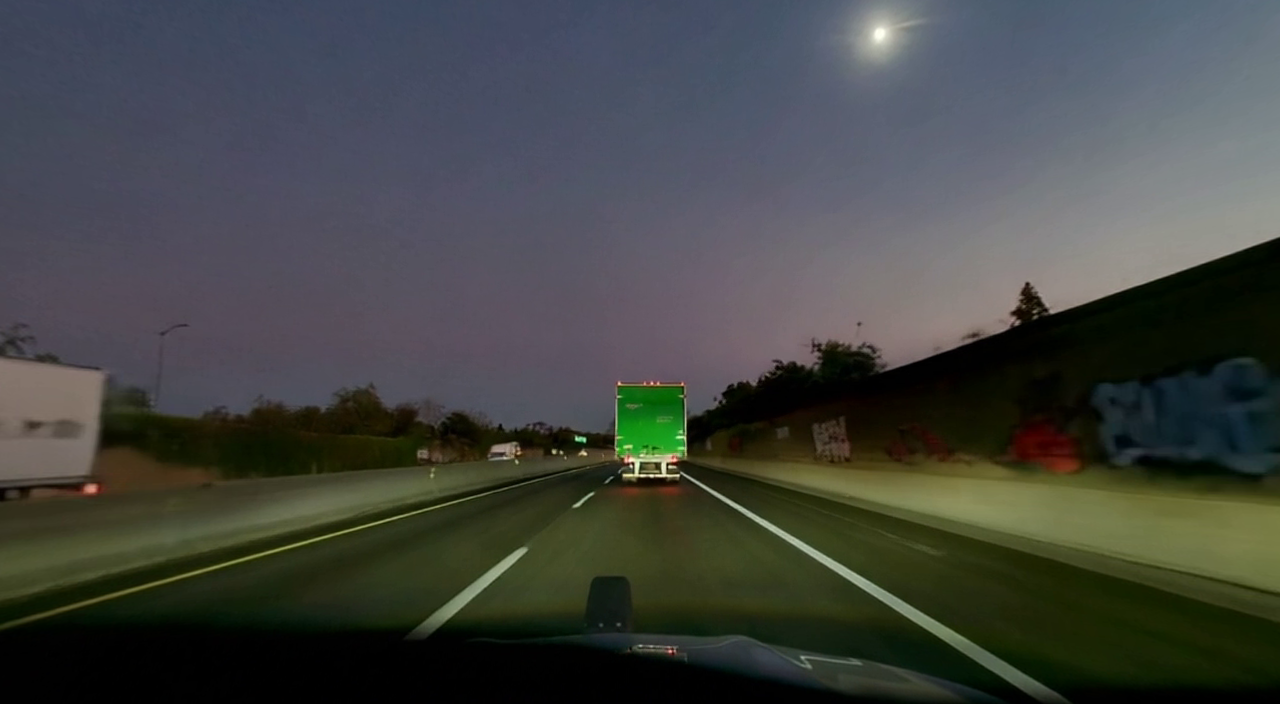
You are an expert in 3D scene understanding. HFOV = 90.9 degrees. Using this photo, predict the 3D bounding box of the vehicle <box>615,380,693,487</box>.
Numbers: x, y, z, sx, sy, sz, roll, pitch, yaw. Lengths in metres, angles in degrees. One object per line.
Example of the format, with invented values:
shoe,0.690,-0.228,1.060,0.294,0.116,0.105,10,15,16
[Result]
vehicle,0.421,3.811,28.566,2.900,3.955,10.151,0,-9,-1
